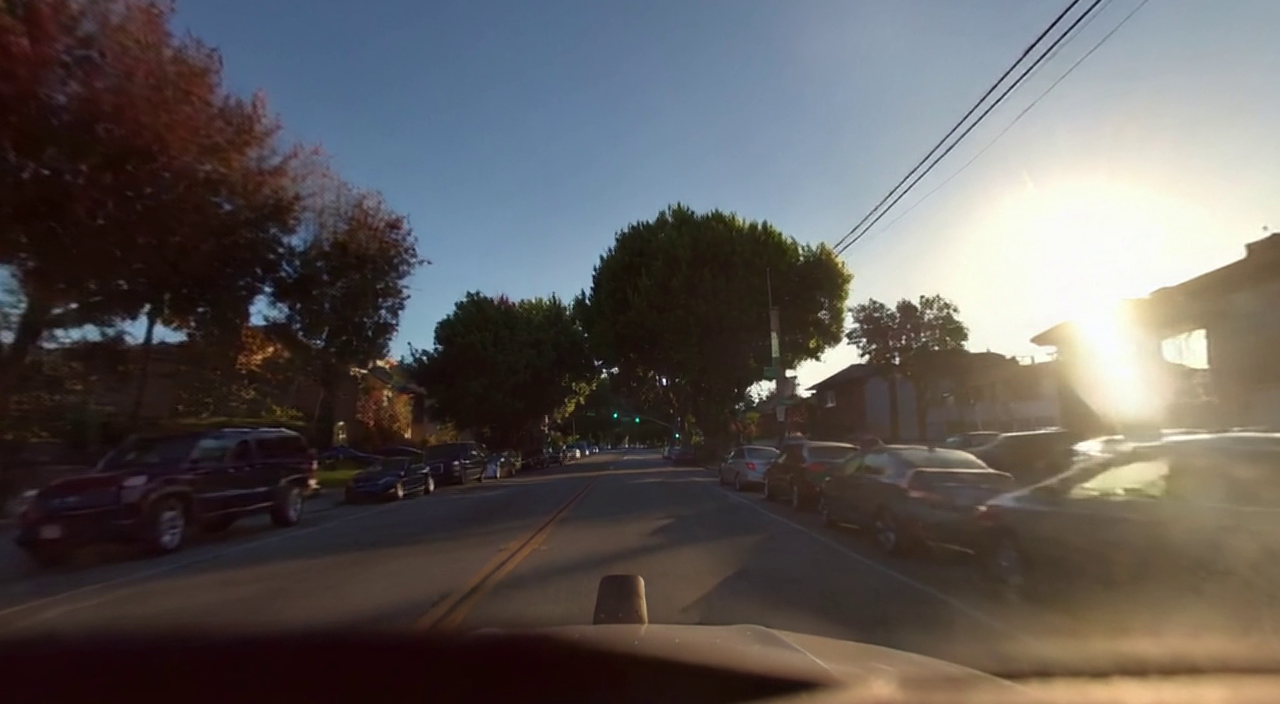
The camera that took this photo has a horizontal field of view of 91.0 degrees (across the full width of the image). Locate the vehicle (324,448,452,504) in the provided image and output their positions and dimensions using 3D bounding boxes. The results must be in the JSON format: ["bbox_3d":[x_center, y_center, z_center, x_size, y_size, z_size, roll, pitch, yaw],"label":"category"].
[{"bbox_3d":[-7.593,3.751,19.584,2.057,1.486,4.759,0,-8,-1],"label":"vehicle"}]

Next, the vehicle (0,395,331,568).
[{"bbox_3d":[-7.635,2.030,10.720,2.146,2.167,5.339,0,-8,-2],"label":"vehicle"}]

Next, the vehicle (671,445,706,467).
[{"bbox_3d":[3.373,7.403,44.992,2.005,1.466,4.767,0,-8,-2],"label":"vehicle"}]

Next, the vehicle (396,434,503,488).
[{"bbox_3d":[-7.686,4.451,26.212,2.613,1.959,5.843,0,-8,0],"label":"vehicle"}]

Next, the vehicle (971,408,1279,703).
[{"bbox_3d":[3.784,1.047,2.907,2.009,1.547,4.574,0,-8,0],"label":"vehicle"}]
